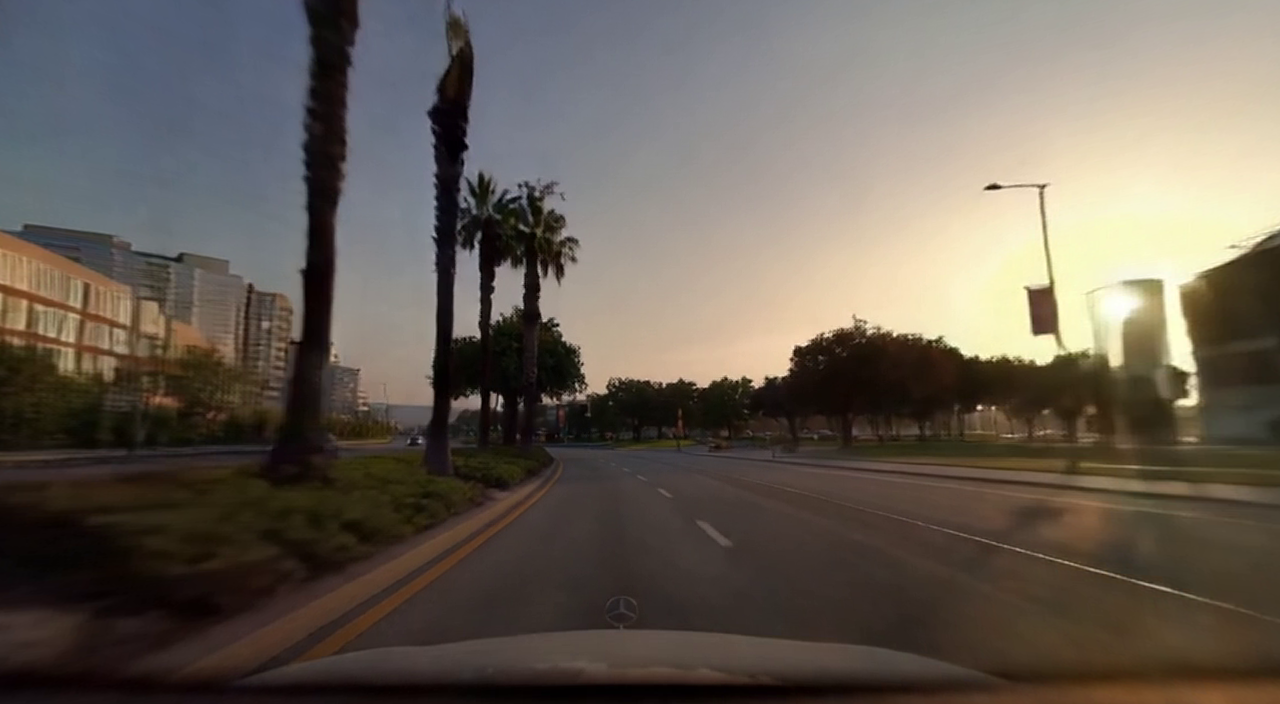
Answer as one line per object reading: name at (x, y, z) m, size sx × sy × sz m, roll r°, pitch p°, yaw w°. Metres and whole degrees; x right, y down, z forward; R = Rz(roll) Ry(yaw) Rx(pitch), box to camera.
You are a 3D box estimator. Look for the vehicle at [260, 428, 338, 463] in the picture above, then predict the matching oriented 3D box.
vehicle at (-17.753, 4.915, 33.190) m, size 2.061 × 1.699 × 4.606 m, roll 1°, pitch -9°, yaw -8°
